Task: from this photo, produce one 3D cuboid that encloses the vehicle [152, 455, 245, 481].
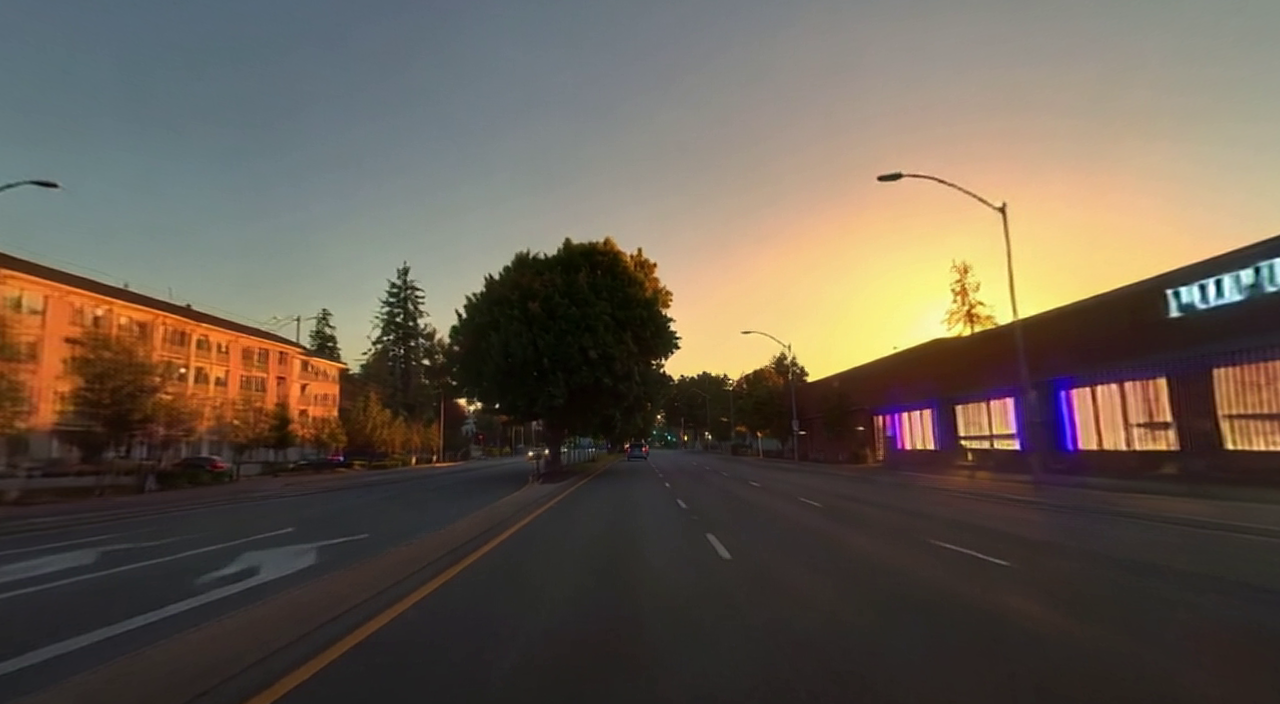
[{"bbox_3d":[-31.113,8.194,44.639,4.919,1.720,2.217,0,-8,0],"label":"vehicle"}]
